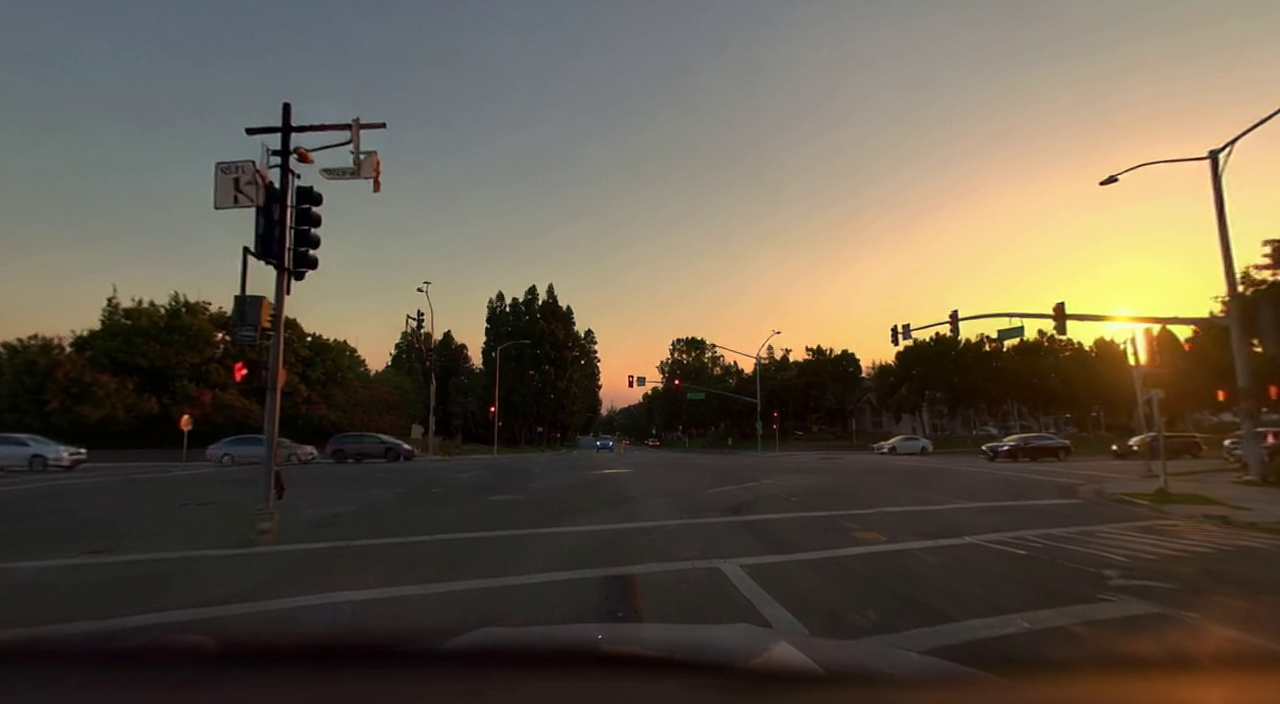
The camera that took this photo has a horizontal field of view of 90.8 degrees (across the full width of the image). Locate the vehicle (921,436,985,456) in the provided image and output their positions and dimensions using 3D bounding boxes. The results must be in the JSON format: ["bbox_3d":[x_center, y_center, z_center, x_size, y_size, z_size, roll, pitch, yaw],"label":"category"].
[{"bbox_3d":[24.095,7.220,48.585,4.352,1.456,1.794,3,-9,-19],"label":"vehicle"}]

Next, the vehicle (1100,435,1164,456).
[{"bbox_3d":[36.775,6.998,47.227,4.533,1.471,1.772,4,-9,-24],"label":"vehicle"}]

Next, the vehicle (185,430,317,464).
[{"bbox_3d":[-17.836,4.411,29.310,4.912,1.485,1.922,4,-9,-24],"label":"vehicle"}]

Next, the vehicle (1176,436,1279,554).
[{"bbox_3d":[9.234,1.759,7.265,1.993,1.505,4.721,3,-9,-1],"label":"vehicle"}]

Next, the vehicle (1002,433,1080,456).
[{"bbox_3d":[27.868,6.444,43.899,4.481,1.561,2.001,3,-9,-16],"label":"vehicle"}]

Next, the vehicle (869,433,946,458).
[{"bbox_3d":[16.676,5.857,39.358,4.516,1.468,1.962,4,-10,-27],"label":"vehicle"}]

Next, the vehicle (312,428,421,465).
[{"bbox_3d":[-12.382,4.289,28.680,4.331,1.544,1.896,4,-9,-26],"label":"vehicle"}]

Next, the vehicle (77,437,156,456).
[{"bbox_3d":[-40.559,7.327,48.992,4.345,1.426,1.722,1,-9,-8],"label":"vehicle"}]
